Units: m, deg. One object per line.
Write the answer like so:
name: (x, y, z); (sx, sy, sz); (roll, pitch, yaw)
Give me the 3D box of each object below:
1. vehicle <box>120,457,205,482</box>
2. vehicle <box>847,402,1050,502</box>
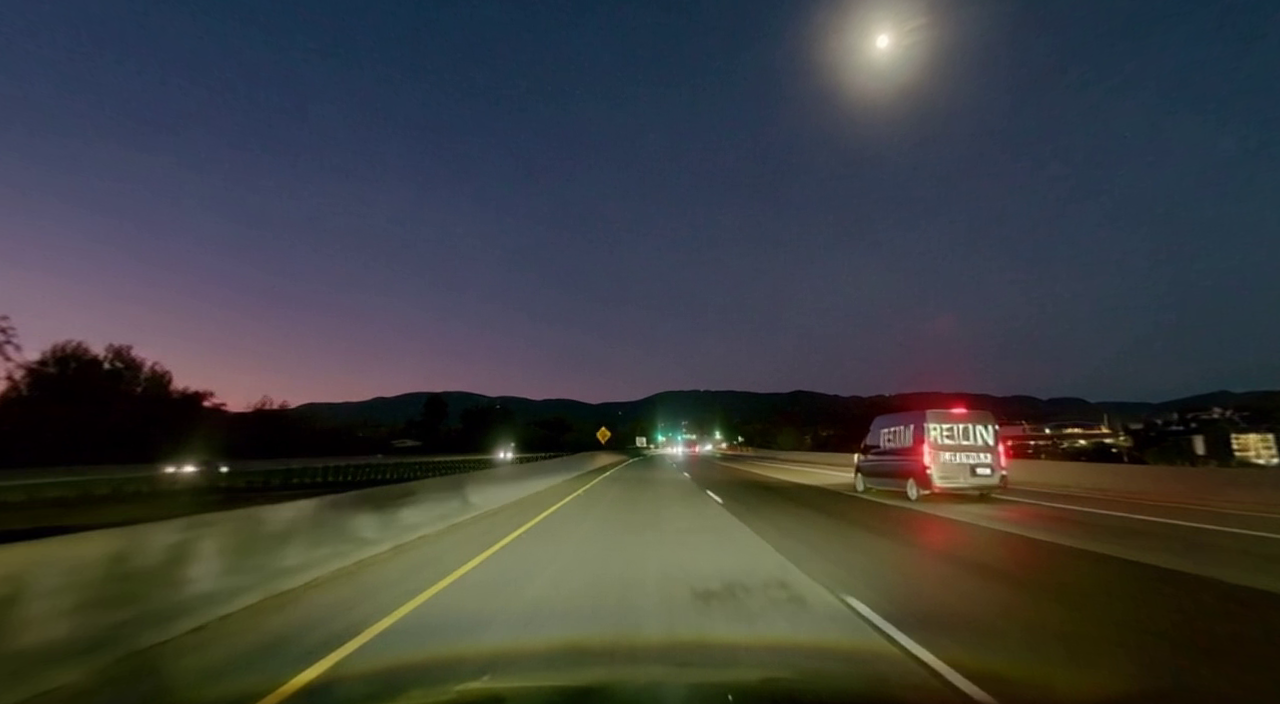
vehicle: (-31.959, 7.842, 42.417); (1.895, 1.497, 4.794); (0, -8, 1)
vehicle: (7.330, 2.485, 15.927); (2.275, 2.059, 5.543); (0, -8, 0)
